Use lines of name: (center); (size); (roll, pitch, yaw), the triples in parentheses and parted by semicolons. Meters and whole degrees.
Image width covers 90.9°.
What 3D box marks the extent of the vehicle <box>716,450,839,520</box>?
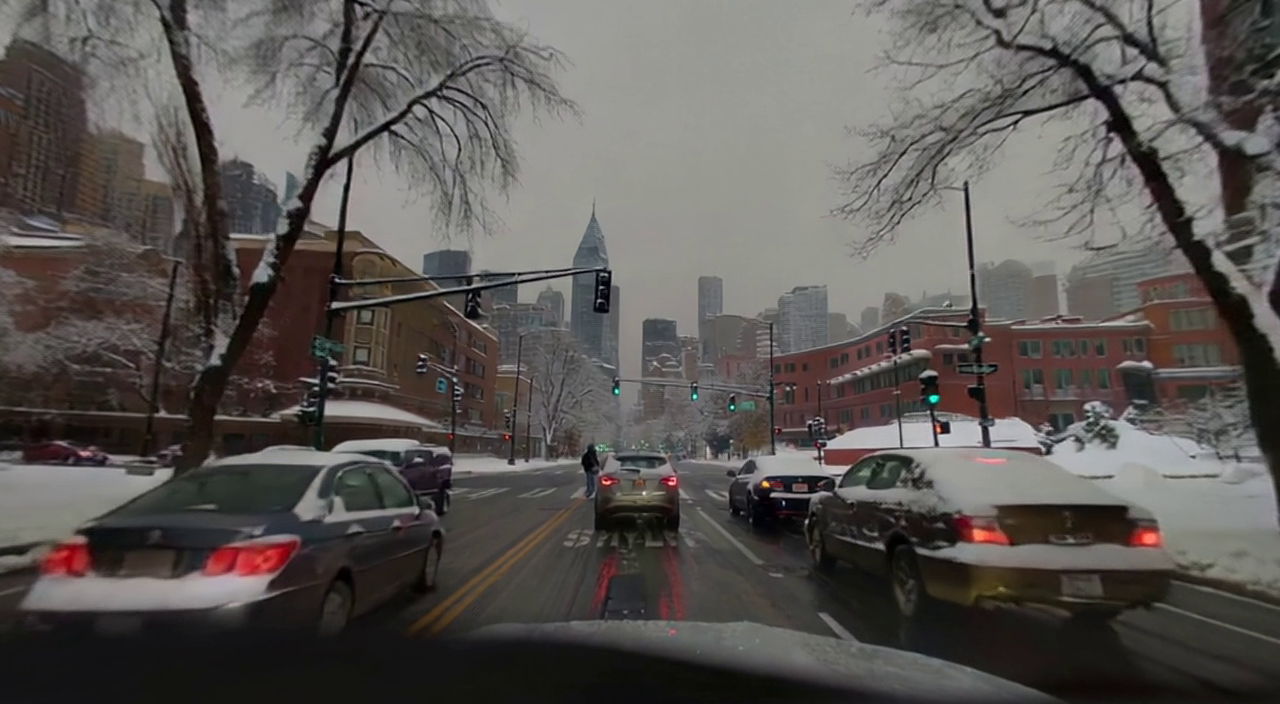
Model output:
vehicle: (3.243, 3.221, 15.844); (1.942, 1.443, 4.468); (0, -8, -2)

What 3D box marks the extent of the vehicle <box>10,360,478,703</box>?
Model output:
vehicle: (-2.859, 1.332, 5.709); (1.683, 2.039, 3.703); (0, -8, 2)

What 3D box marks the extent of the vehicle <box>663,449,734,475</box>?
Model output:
vehicle: (3.634, 6.931, 40.143); (2.106, 1.498, 4.820); (4, -10, -28)

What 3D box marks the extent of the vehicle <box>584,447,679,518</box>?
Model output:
vehicle: (-0.242, 3.075, 15.373); (2.031, 1.461, 3.763); (0, -8, -2)

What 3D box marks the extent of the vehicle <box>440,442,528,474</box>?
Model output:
vehicle: (-8.790, 5.916, 35.483); (4.556, 1.689, 1.982); (-4, -9, 25)

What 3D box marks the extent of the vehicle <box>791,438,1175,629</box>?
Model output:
vehicle: (3.364, 1.829, 7.495); (1.973, 1.537, 4.533); (0, -8, 0)
